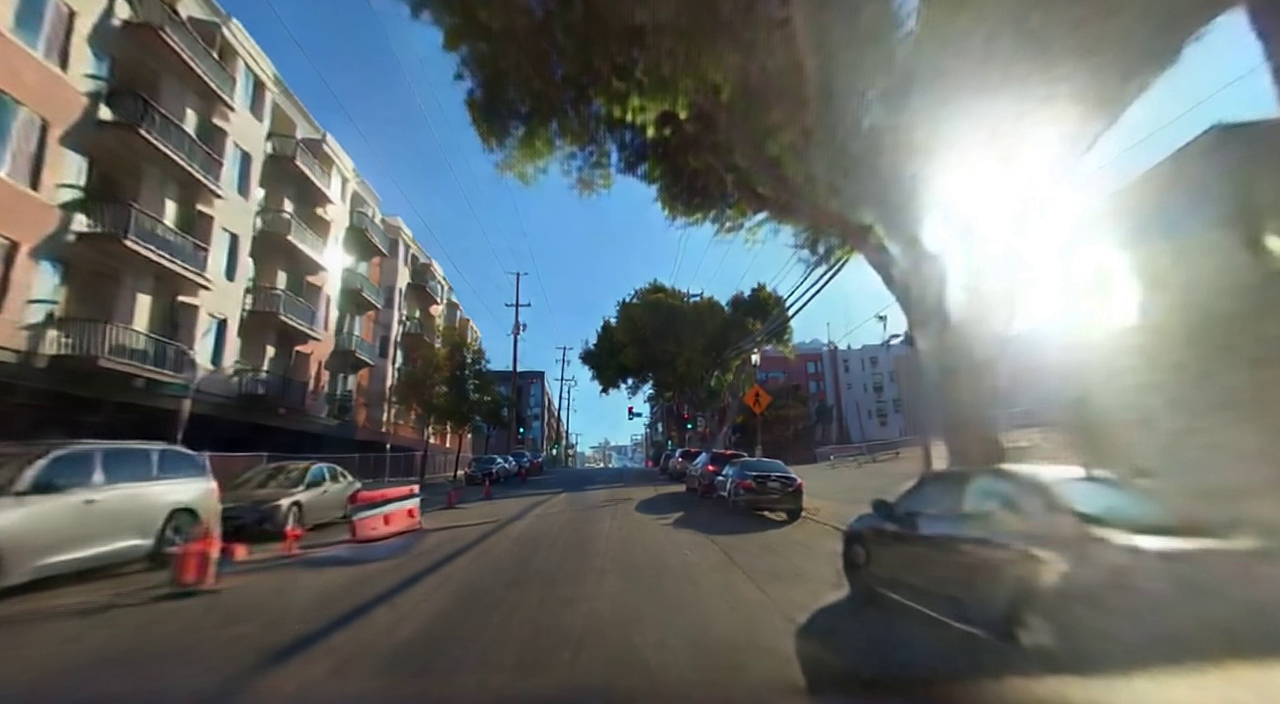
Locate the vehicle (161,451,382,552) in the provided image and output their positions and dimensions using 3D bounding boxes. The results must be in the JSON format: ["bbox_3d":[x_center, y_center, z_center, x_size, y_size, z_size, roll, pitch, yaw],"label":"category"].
[{"bbox_3d":[-6.726,2.714,12.225,1.900,1.520,4.320,0,-8,-4],"label":"vehicle"}]

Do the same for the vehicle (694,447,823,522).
[{"bbox_3d":[2.613,3.057,15.267,2.010,1.499,4.754,0,-8,-2],"label":"vehicle"}]

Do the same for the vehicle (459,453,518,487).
[{"bbox_3d":[-7.229,5.640,30.562,1.968,1.450,4.271,0,-8,-3],"label":"vehicle"}]

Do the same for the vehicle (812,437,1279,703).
[{"bbox_3d":[3.132,1.377,4.589,2.077,1.445,4.897,0,-8,-4],"label":"vehicle"}]

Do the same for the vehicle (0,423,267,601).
[{"bbox_3d":[-7.806,1.774,7.361,5.507,1.819,2.077,2,-9,-16],"label":"vehicle"}]
